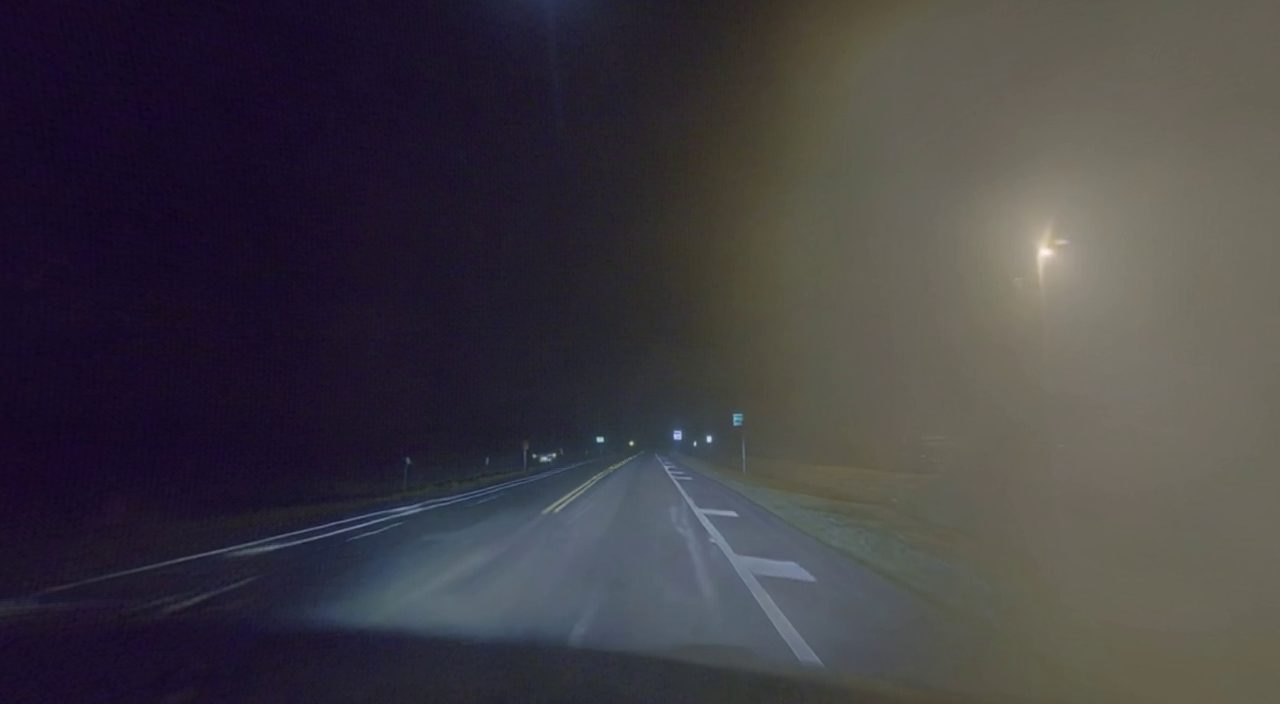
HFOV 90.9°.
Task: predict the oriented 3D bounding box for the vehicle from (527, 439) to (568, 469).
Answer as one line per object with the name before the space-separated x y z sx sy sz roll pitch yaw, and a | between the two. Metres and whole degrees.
vehicle | -6.068 6.830 41.986 1.992 1.797 4.372 -2 -10 1
